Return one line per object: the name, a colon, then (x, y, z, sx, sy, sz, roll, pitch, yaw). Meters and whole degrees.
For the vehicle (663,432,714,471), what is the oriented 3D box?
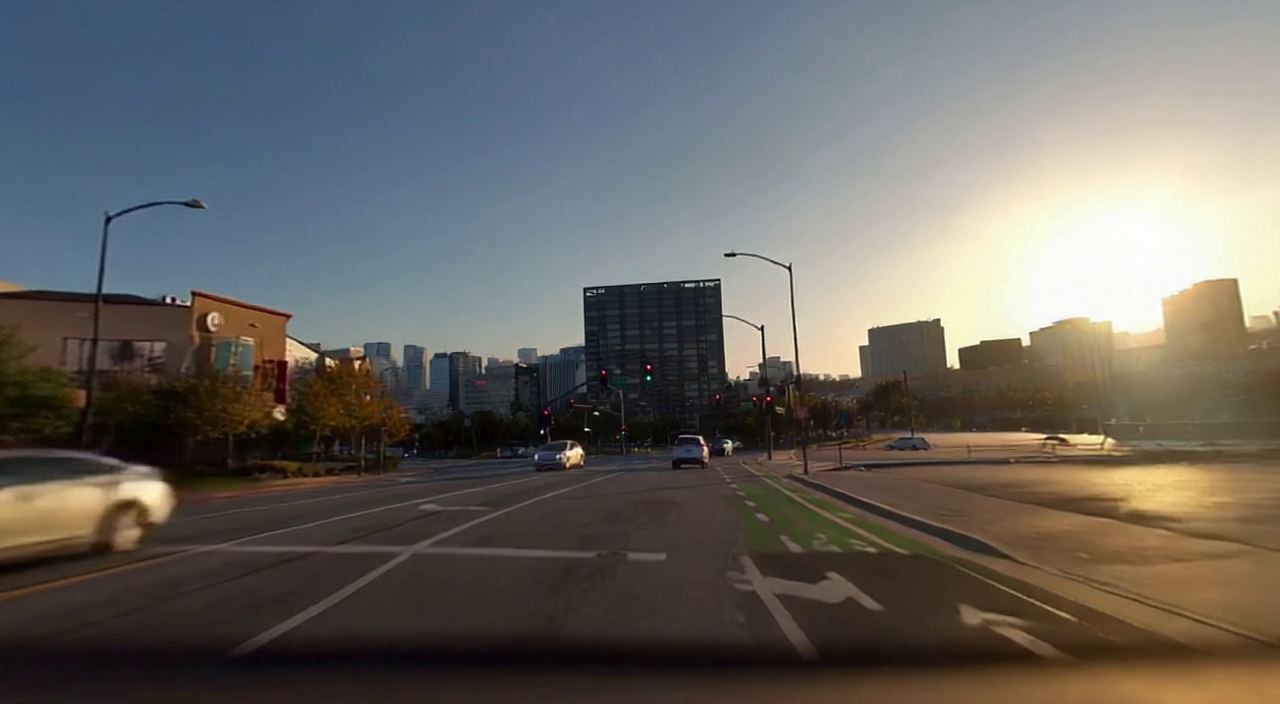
vehicle: (2.578, 5.088, 32.516, 2.230, 1.827, 4.298, -1, -8, 10)

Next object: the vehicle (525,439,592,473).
vehicle: (-4.296, 5.577, 34.318, 2.183, 1.699, 4.974, -2, -8, 11)

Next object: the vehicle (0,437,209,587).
vehicle: (-7.373, 1.677, 6.846, 1.939, 1.484, 4.645, 0, -8, 3)
